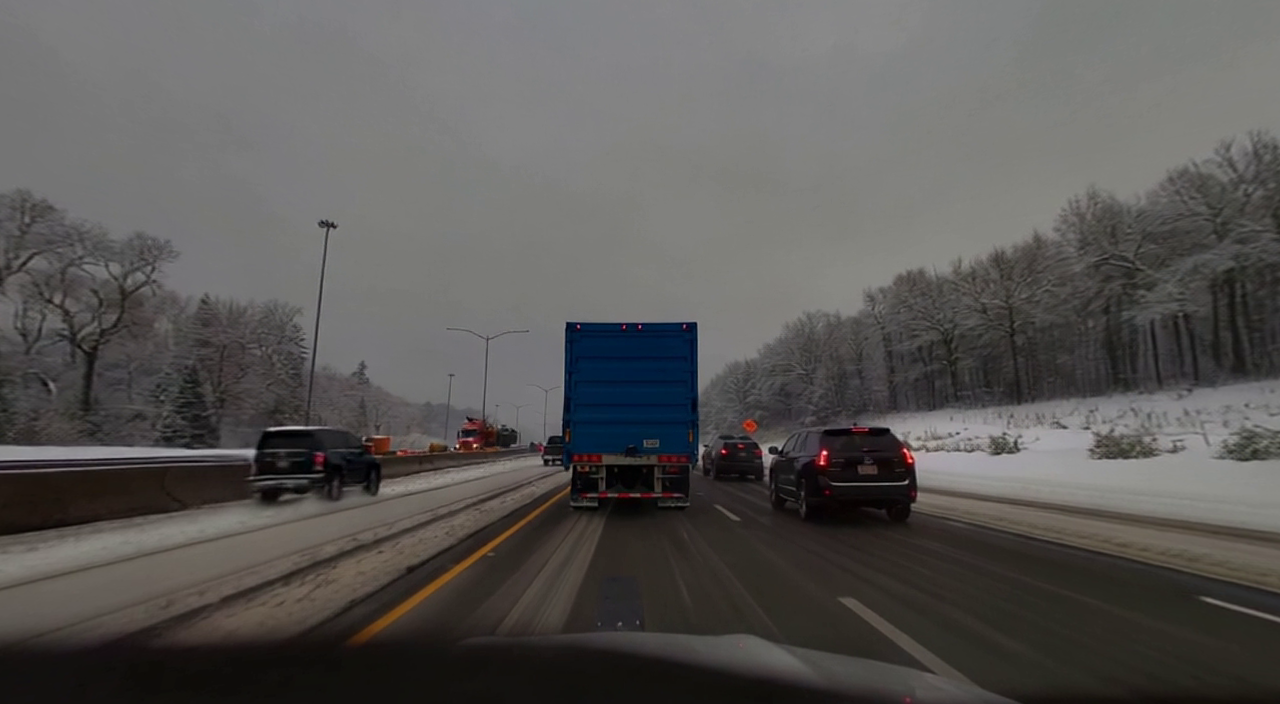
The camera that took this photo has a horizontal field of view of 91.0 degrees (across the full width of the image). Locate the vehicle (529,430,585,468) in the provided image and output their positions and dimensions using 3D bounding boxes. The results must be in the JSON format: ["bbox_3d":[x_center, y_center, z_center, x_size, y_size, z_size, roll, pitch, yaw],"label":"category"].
[{"bbox_3d":[-4.073,4.890,31.793,2.095,1.736,4.529,0,-9,2],"label":"vehicle"}]

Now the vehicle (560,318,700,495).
[{"bbox_3d":[-0.180,1.942,19.135,3.067,3.940,10.154,0,-9,0],"label":"vehicle"}]

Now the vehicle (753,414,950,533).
[{"bbox_3d":[3.480,2.099,11.388,2.103,1.713,4.173,0,-9,0],"label":"vehicle"}]

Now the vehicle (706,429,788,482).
[{"bbox_3d":[3.702,3.678,22.590,1.998,1.713,4.149,1,-9,-3],"label":"vehicle"}]

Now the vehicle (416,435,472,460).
[{"bbox_3d":[-12.458,6.106,40.287,1.887,1.511,4.152,0,-9,6],"label":"vehicle"}]

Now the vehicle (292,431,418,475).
[{"bbox_3d":[-12.921,4.627,28.810,4.663,1.708,2.054,3,-9,-4],"label":"vehicle"}]
